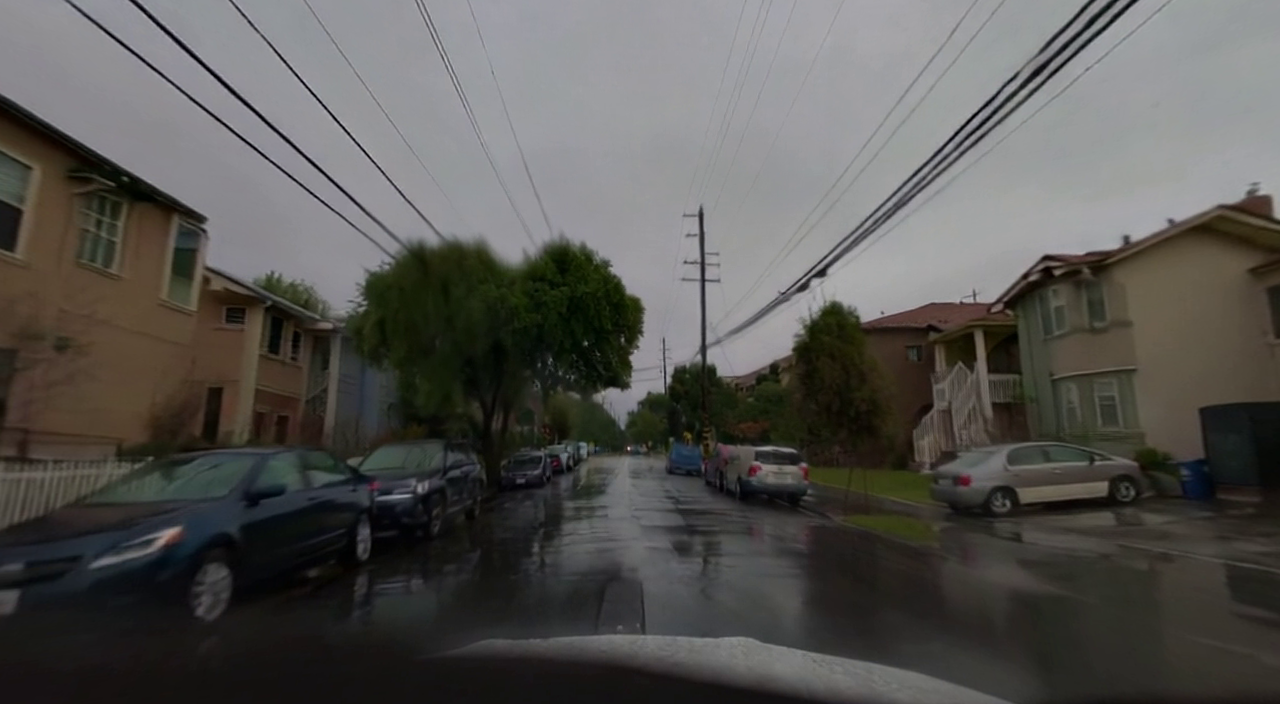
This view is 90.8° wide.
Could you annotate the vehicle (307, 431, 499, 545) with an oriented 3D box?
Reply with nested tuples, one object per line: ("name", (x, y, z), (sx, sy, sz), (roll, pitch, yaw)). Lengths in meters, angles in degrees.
("vehicle", (-3.920, 2.296, 11.285), (1.876, 1.645, 3.911), (0, -9, 0))

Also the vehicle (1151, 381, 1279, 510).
("vehicle", (13.956, 1.767, 12.059), (6.412, 2.204, 2.247), (0, -9, -2))

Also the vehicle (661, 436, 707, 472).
("vehicle", (2.819, 6.729, 41.751), (2.564, 2.155, 6.053), (0, -9, 0))

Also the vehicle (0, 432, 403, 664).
("vehicle", (-4.101, 1.613, 6.341), (1.745, 1.490, 4.304), (0, -9, 0))

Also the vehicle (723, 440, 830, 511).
("vehicle", (3.350, 3.115, 16.337), (1.916, 1.587, 3.986), (0, -9, 1))

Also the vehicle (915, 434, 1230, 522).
("vehicle", (7.889, 2.322, 11.911), (4.480, 1.497, 1.884), (0, -9, 2))

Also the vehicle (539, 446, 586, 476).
("vehicle", (-4.094, 5.864, 34.036), (1.979, 1.471, 4.366), (1, -10, 0))
